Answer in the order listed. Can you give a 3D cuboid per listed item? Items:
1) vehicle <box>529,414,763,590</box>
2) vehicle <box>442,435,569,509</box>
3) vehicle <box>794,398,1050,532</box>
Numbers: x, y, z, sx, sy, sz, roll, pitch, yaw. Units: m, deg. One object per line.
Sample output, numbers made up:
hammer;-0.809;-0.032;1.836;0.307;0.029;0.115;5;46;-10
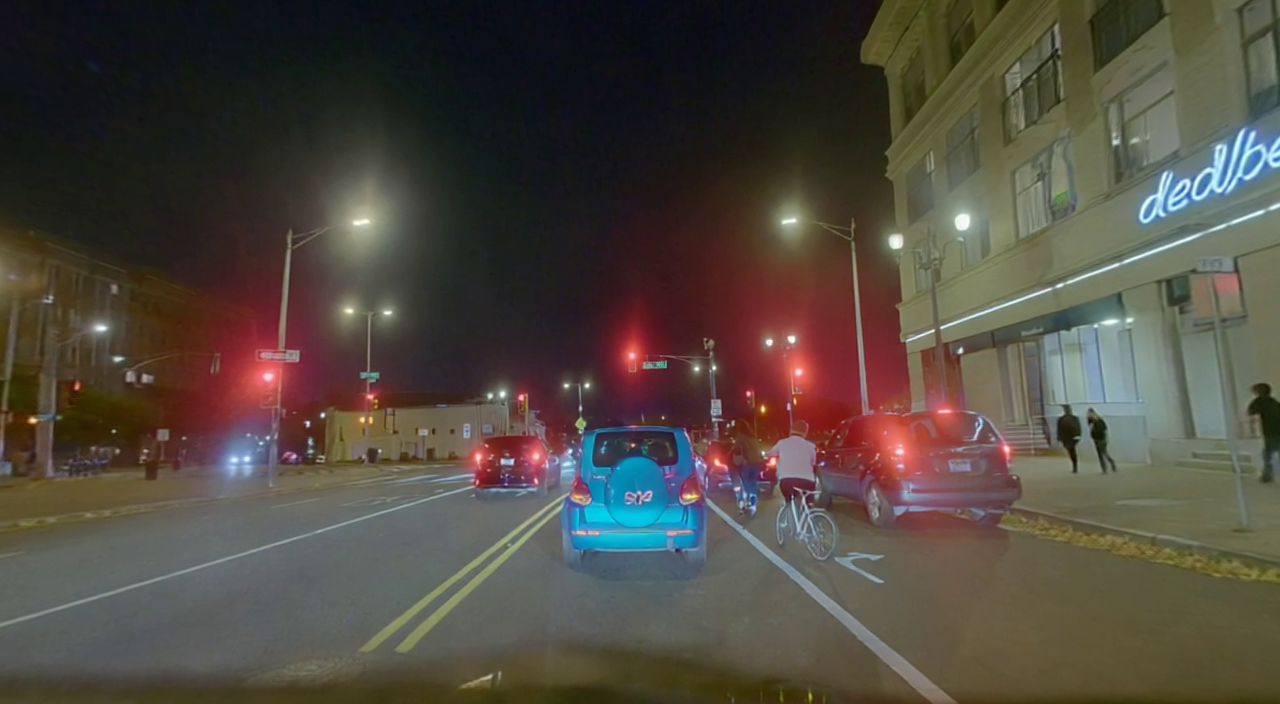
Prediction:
vehicle;0.037;1.651;7.726;2.091;1.557;4.000;0;-9;0
vehicle;-2.966;2.751;14.963;2.039;1.452;4.489;0;-9;0
vehicle;4.504;1.911;11.154;2.142;1.829;4.767;0;-9;-2
